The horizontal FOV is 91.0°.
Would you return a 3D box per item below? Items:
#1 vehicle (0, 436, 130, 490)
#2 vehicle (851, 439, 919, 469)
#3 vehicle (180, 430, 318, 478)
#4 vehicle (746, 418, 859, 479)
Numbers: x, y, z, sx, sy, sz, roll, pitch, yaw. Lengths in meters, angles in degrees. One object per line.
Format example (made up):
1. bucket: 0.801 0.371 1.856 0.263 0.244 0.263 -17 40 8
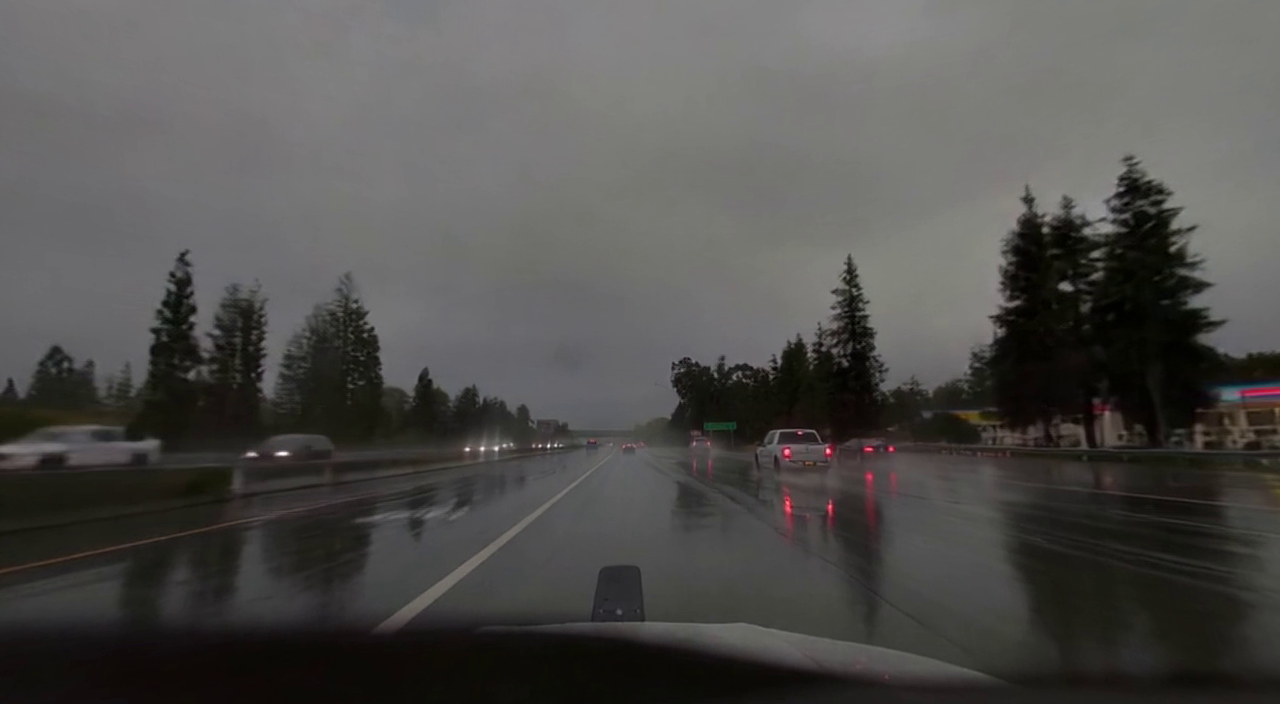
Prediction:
1. vehicle: -21.239 3.709 21.275 2.519 1.642 6.530 0 -8 0
2. vehicle: 14.238 5.927 36.822 2.072 1.611 4.387 0 -8 -2
3. vehicle: -17.151 4.520 28.141 2.325 1.901 6.074 0 -8 0
4. vehicle: 6.938 4.313 28.301 2.779 2.339 8.073 0 -8 -1
